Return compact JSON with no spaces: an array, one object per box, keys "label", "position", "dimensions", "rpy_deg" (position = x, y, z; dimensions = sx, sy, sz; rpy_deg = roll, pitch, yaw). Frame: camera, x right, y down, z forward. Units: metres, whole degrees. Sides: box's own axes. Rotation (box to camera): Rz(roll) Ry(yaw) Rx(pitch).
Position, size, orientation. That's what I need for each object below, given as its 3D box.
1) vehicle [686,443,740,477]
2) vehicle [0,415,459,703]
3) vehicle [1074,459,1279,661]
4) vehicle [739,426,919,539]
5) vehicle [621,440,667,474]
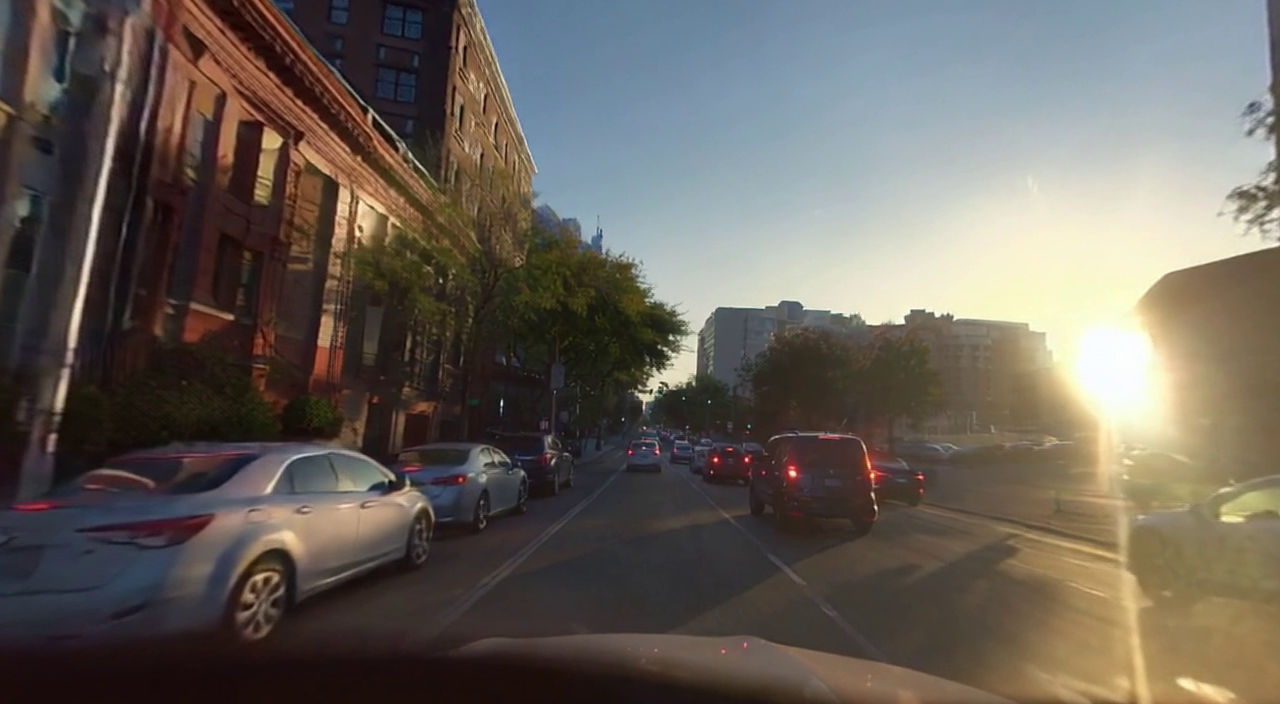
[{"label":"vehicle","position":[3.351,5.042,29.677],"dimensions":[1.966,1.475,4.528],"rpy_deg":[0,-8,-1]},{"label":"vehicle","position":[-3.243,1.388,5.401],"dimensions":[1.863,1.466,4.416],"rpy_deg":[0,-8,3]},{"label":"vehicle","position":[6.362,1.844,5.683],"dimensions":[1.913,1.624,4.116],"rpy_deg":[0,-8,1]},{"label":"vehicle","position":[3.252,2.334,11.921],"dimensions":[2.002,1.707,4.547],"rpy_deg":[0,-8,0]},{"label":"vehicle","position":[0.192,4.812,28.930],"dimensions":[2.007,1.460,3.923],"rpy_deg":[0,-8,1]}]
